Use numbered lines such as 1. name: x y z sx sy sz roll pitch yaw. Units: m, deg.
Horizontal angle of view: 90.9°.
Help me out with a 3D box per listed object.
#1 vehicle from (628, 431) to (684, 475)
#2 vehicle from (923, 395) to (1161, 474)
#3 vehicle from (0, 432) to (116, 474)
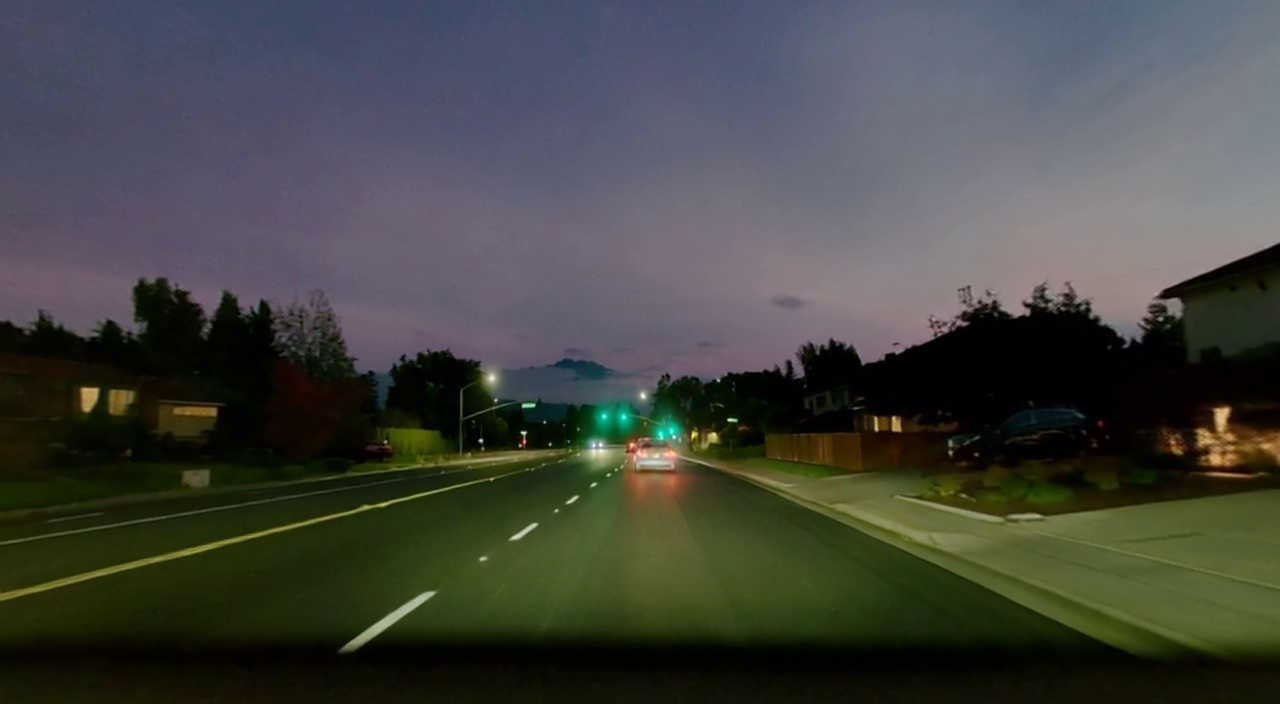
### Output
1. vehicle: 0.617 4.053 25.342 2.088 1.607 3.903 0 -9 1
2. vehicle: 10.235 2.145 16.361 4.746 1.485 1.916 -6 -8 0
3. vehicle: -28.443 4.876 30.596 5.100 1.864 2.490 -4 -9 25
